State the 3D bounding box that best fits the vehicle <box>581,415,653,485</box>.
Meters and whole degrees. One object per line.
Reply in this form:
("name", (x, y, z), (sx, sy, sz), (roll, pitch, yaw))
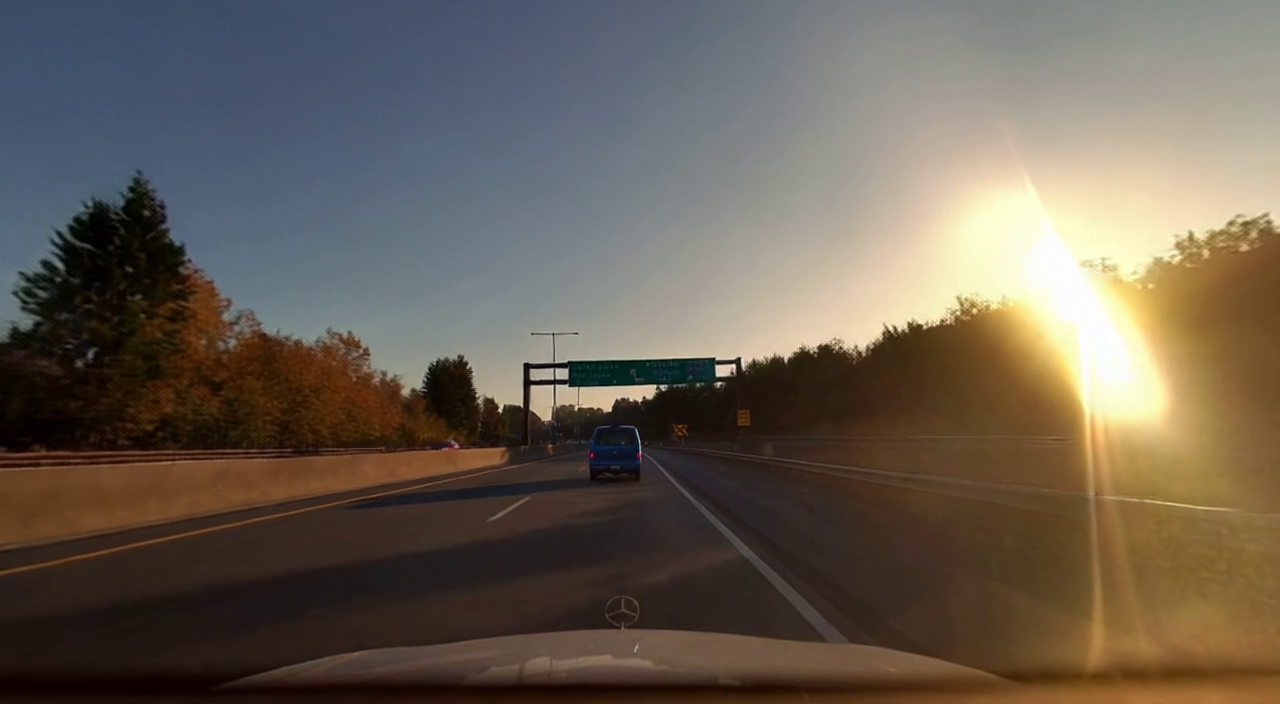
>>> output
("vehicle", (-0.743, 3.422, 22.229), (2.248, 2.154, 4.892), (0, -8, -1))
